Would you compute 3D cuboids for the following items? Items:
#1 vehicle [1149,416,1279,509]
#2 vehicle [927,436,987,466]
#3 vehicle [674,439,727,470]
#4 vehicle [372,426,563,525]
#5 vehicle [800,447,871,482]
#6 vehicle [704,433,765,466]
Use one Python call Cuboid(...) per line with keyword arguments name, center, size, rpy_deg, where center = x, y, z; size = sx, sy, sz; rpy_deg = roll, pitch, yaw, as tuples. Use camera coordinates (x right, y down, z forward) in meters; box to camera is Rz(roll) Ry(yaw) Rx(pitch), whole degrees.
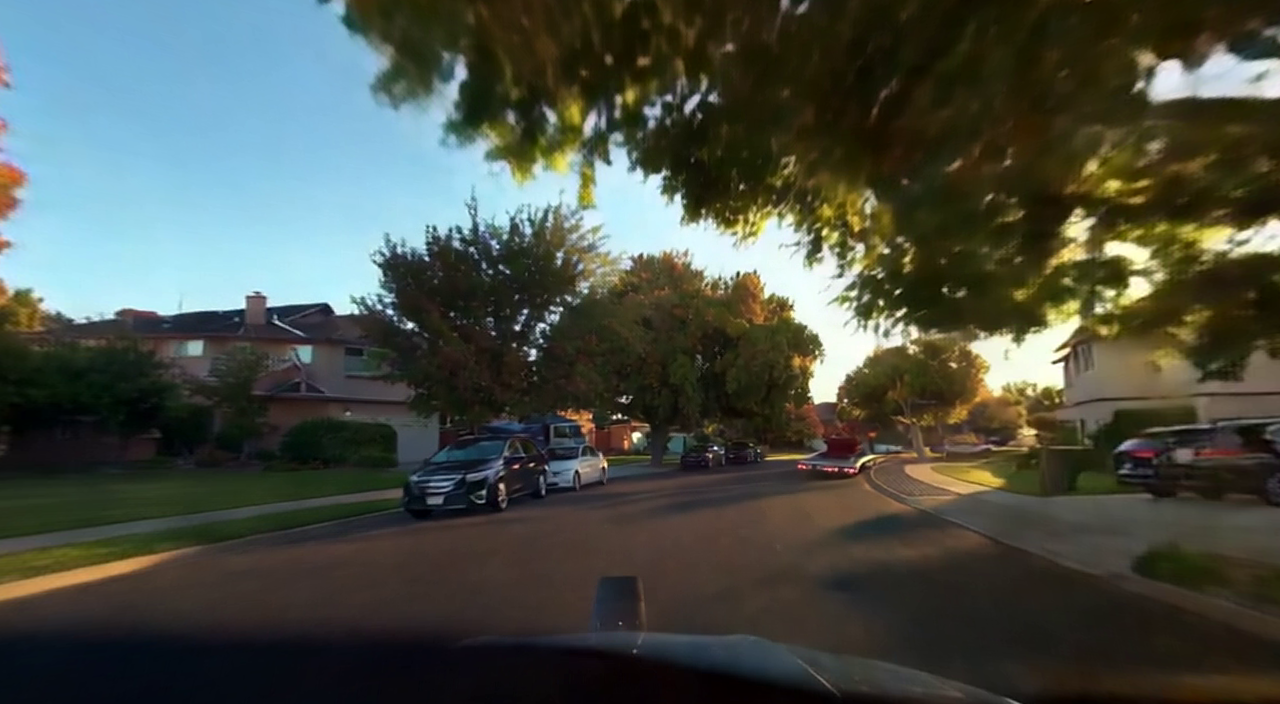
Cuboid(name="vehicle", center=(13.908, 2.247, 12.947), size=(4.789, 1.771, 2.092), rpy_deg=(-1, -9, 8))
Cuboid(name="vehicle", center=(23.132, 7.209, 46.001), size=(3.470, 2.123, 1.584), rpy_deg=(0, -7, 8))
Cuboid(name="vehicle", center=(3.846, 6.353, 39.215), size=(2.052, 1.745, 4.737), rpy_deg=(-3, -9, 21))
Cuboid(name="vehicle", center=(-3.576, 2.605, 14.390), size=(2.274, 1.784, 5.090), rpy_deg=(-1, -7, 9))
Cuboid(name="vehicle", center=(9.983, 5.568, 31.694), size=(2.804, 1.336, 6.700), rpy_deg=(-2, -7, 22))
Cuboid(name="vehicle", center=(7.159, 7.269, 46.932), size=(2.632, 2.249, 6.179), rpy_deg=(-4, -10, 27))
